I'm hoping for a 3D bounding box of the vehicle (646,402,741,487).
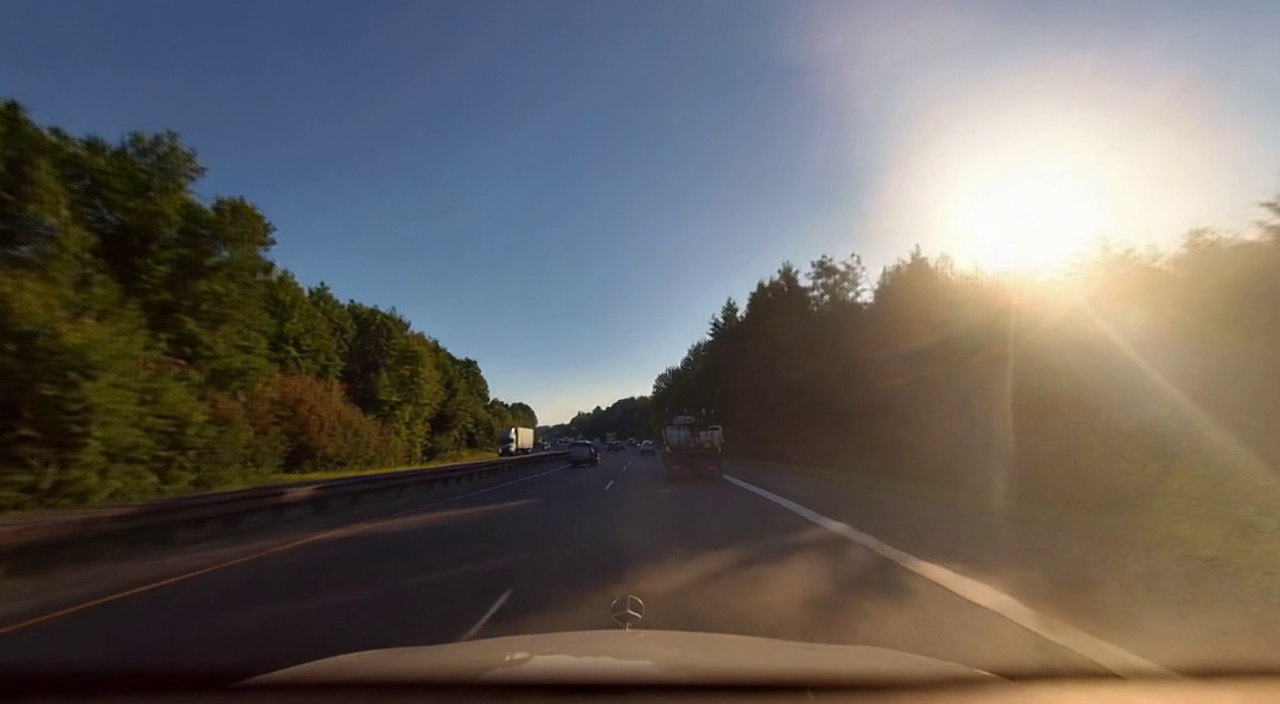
[{"bbox_3d":[1.567,3.114,21.280,2.677,2.439,6.402,0,-8,0],"label":"vehicle"}]
